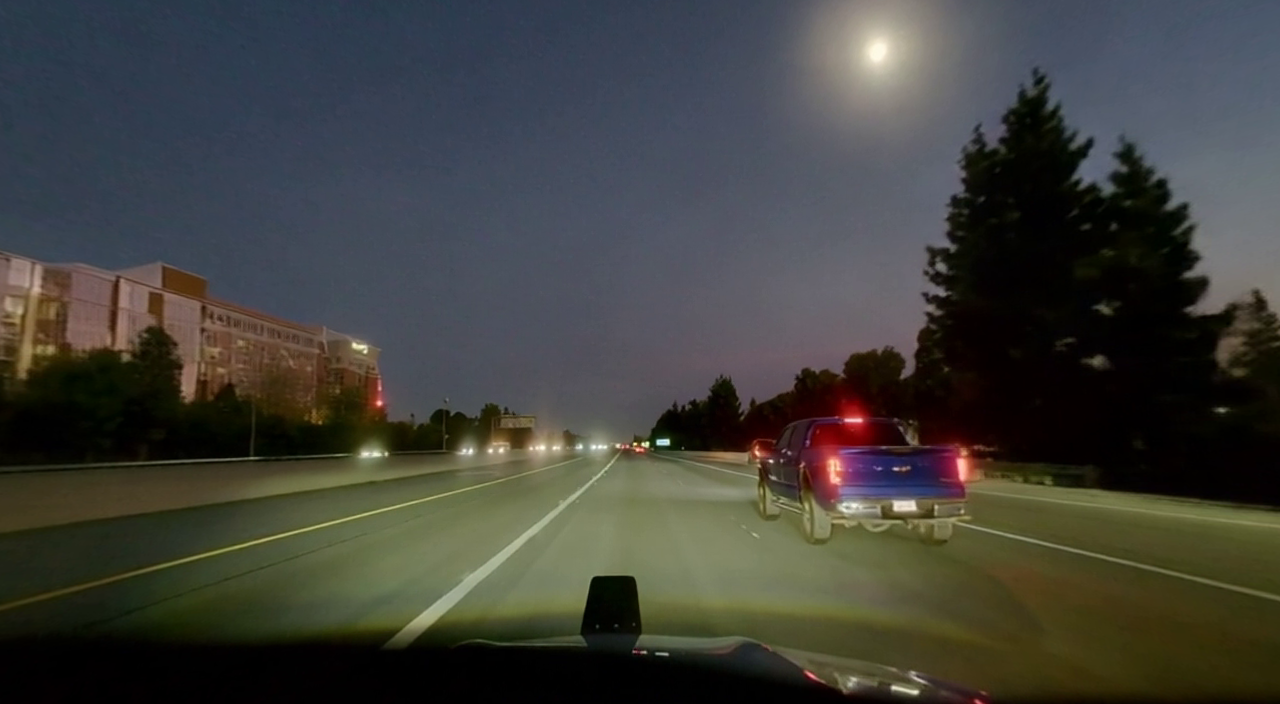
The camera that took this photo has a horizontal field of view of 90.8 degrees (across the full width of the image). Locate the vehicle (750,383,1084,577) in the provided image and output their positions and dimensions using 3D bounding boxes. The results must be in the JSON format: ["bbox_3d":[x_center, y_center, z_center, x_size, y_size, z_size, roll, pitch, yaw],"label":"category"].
[{"bbox_3d":[3.288,1.669,8.962,2.462,1.984,4.718,0,-9,-2],"label":"vehicle"}]
